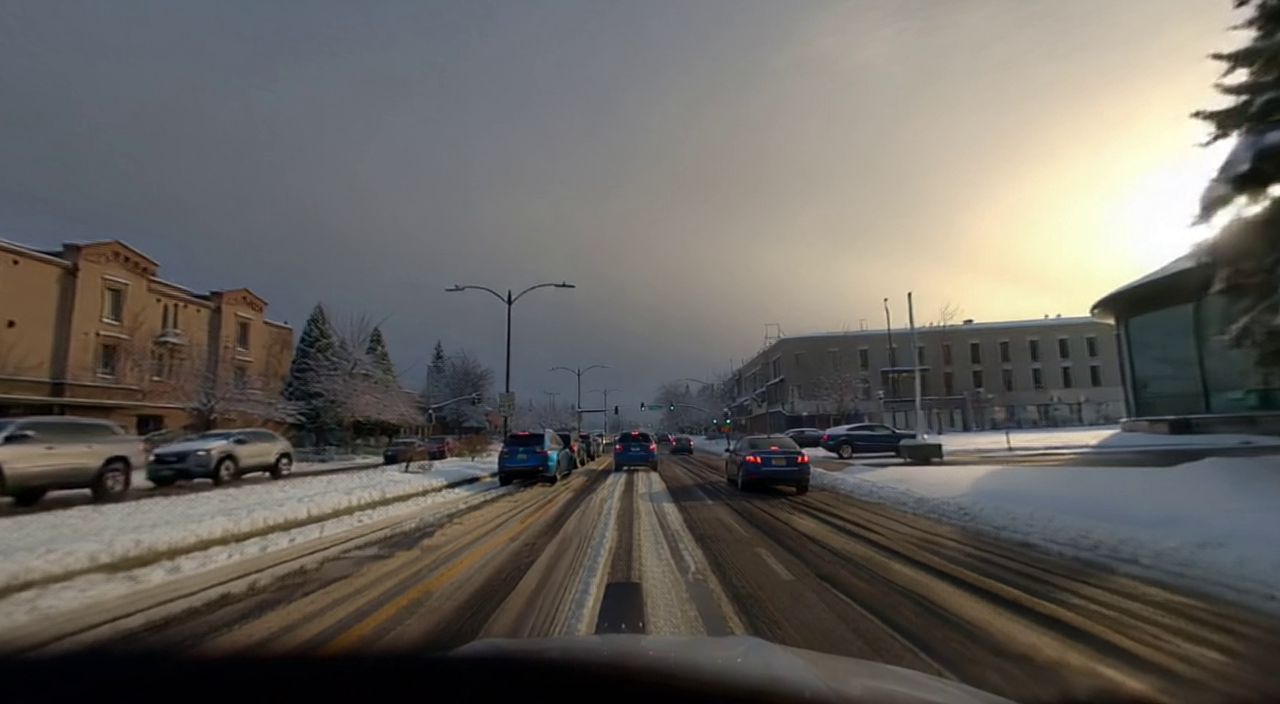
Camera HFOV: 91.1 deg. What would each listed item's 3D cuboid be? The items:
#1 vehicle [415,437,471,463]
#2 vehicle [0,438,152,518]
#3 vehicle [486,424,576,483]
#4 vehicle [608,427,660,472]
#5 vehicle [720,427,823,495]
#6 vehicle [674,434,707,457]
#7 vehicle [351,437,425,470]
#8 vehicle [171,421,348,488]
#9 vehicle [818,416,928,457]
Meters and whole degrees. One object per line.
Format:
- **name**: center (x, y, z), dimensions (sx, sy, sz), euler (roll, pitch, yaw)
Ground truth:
- **vehicle**: center (-12.161, 6.066, 39.004), dimensions (1.924, 1.511, 4.640), euler (0, -8, 0)
- **vehicle**: center (-12.579, 2.480, 12.692), dimensions (1.824, 1.447, 4.442), euler (0, -8, 0)
- **vehicle**: center (-3.398, 3.282, 20.482), dimensions (2.047, 1.710, 4.314), euler (0, -8, 2)
- **vehicle**: center (-0.189, 4.062, 26.252), dimensions (2.022, 1.700, 4.084), euler (0, -8, 1)
- **vehicle**: center (3.284, 2.797, 16.421), dimensions (1.847, 1.554, 3.885), euler (0, -8, 0)
- **vehicle**: center (3.328, 6.282, 42.142), dimensions (1.948, 1.475, 4.093), euler (0, -8, 0)
- **vehicle**: center (-12.361, 5.020, 31.144), dimensions (1.843, 1.509, 4.301), euler (0, -8, 1)
- **vehicle**: center (-12.246, 3.348, 20.862), dimensions (2.245, 1.908, 5.613), euler (0, -8, 1)
- **vehicle**: center (12.359, 4.547, 33.485), dimensions (4.991, 1.978, 2.090), euler (-8, -12, 43)
